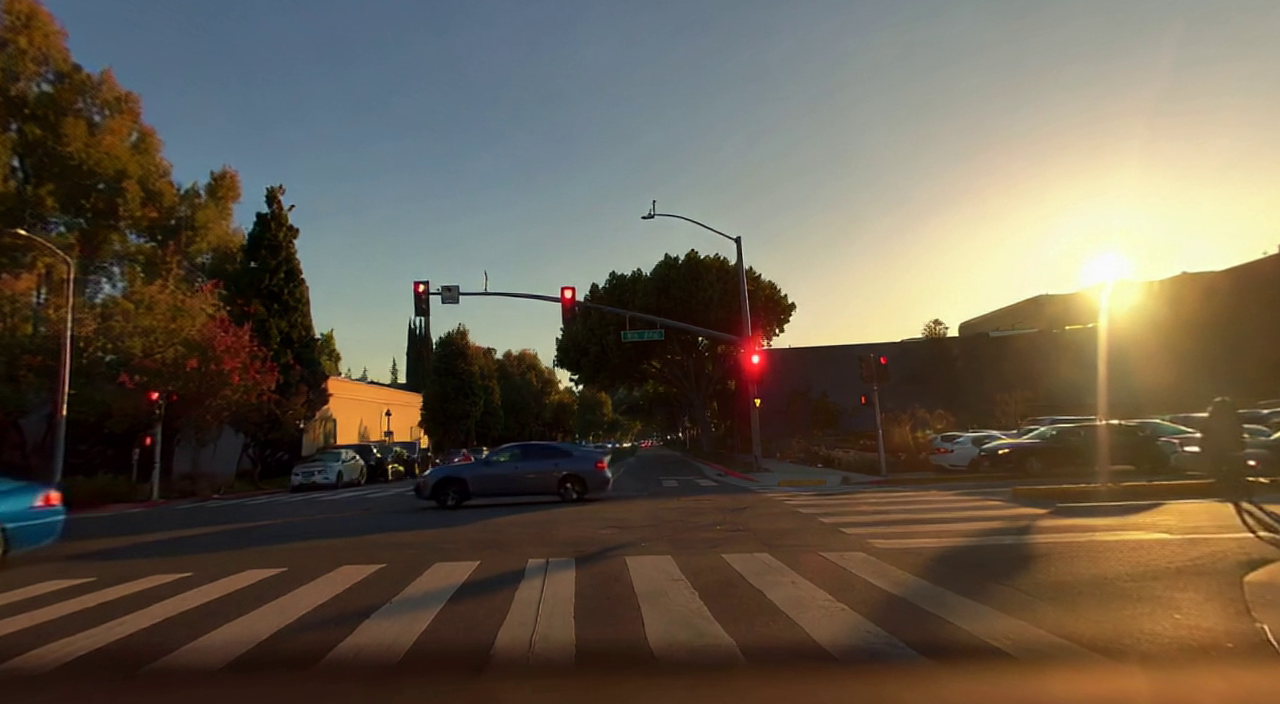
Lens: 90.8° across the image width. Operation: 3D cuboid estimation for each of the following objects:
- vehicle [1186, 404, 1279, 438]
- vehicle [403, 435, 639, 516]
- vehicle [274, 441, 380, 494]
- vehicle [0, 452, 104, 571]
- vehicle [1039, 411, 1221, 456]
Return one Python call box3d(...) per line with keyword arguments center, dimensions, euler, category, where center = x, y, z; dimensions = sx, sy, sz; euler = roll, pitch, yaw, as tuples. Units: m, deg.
box3d(center=(34.902, 4.021, 36.662), dimensions=(4.326, 1.511, 1.725), euler=(-8, -9, 17), category="vehicle")
box3d(center=(-2.397, 2.426, 12.809), dimensions=(4.385, 1.419, 1.855), euler=(3, -9, -18), category="vehicle")
box3d(center=(-13.734, 5.063, 28.148), dimensions=(2.251, 1.957, 4.968), euler=(-4, -9, -1), category="vehicle")
box3d(center=(-9.078, 1.812, 6.867), dimensions=(1.755, 1.419, 4.533), euler=(-4, -10, 24), category="vehicle")
box3d(center=(16.933, 2.902, 22.118), dimensions=(4.560, 1.453, 1.851), euler=(-3, -9, 18), category="vehicle")
